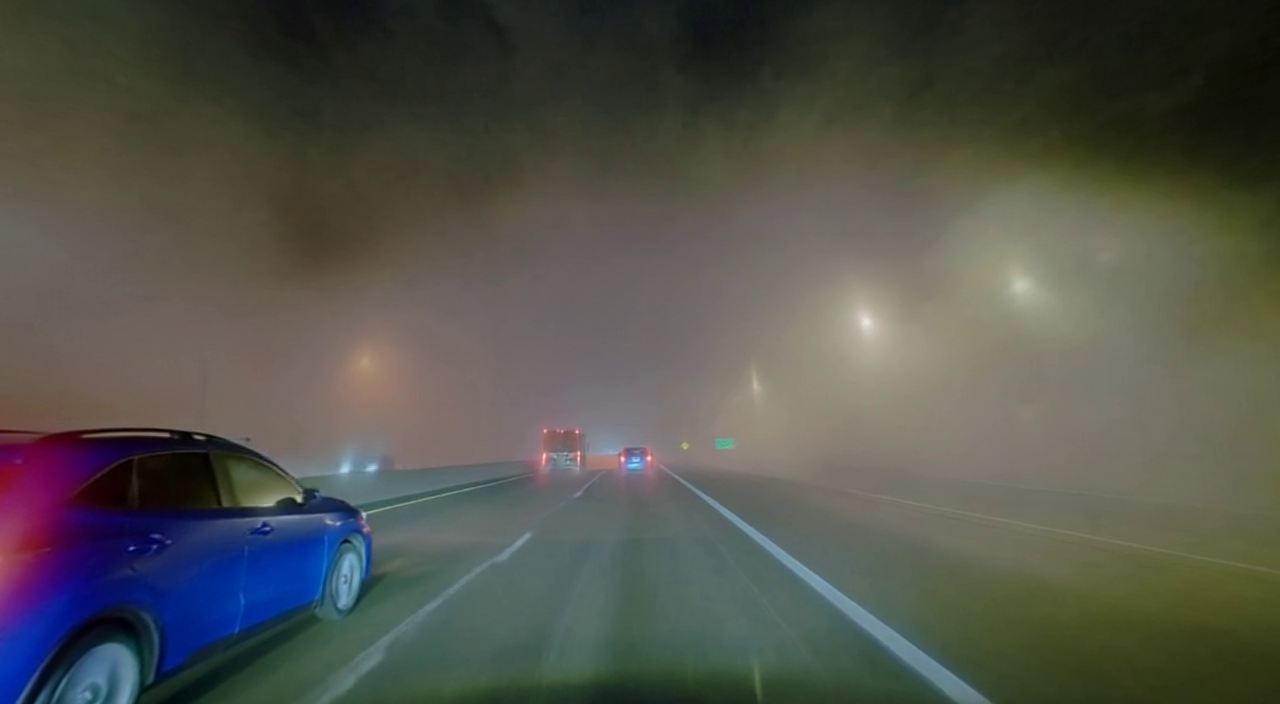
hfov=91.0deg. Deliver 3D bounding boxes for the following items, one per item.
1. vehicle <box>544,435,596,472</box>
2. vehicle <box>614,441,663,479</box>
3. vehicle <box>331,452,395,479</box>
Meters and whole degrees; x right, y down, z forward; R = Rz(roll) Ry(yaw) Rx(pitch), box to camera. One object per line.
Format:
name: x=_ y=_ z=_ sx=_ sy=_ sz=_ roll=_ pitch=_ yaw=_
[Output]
vehicle: x=-3.775 y=5.568 z=34.690 sx=2.264 sy=1.901 sz=4.647 roll=-1 pitch=-9 yaw=1
vehicle: x=-0.065 y=4.915 z=28.901 sx=2.086 sy=1.548 sz=4.325 roll=0 pitch=-9 yaw=0
vehicle: x=-17.443 y=7.145 z=39.940 sx=1.914 sy=1.595 sz=4.561 roll=-1 pitch=-9 yaw=1
